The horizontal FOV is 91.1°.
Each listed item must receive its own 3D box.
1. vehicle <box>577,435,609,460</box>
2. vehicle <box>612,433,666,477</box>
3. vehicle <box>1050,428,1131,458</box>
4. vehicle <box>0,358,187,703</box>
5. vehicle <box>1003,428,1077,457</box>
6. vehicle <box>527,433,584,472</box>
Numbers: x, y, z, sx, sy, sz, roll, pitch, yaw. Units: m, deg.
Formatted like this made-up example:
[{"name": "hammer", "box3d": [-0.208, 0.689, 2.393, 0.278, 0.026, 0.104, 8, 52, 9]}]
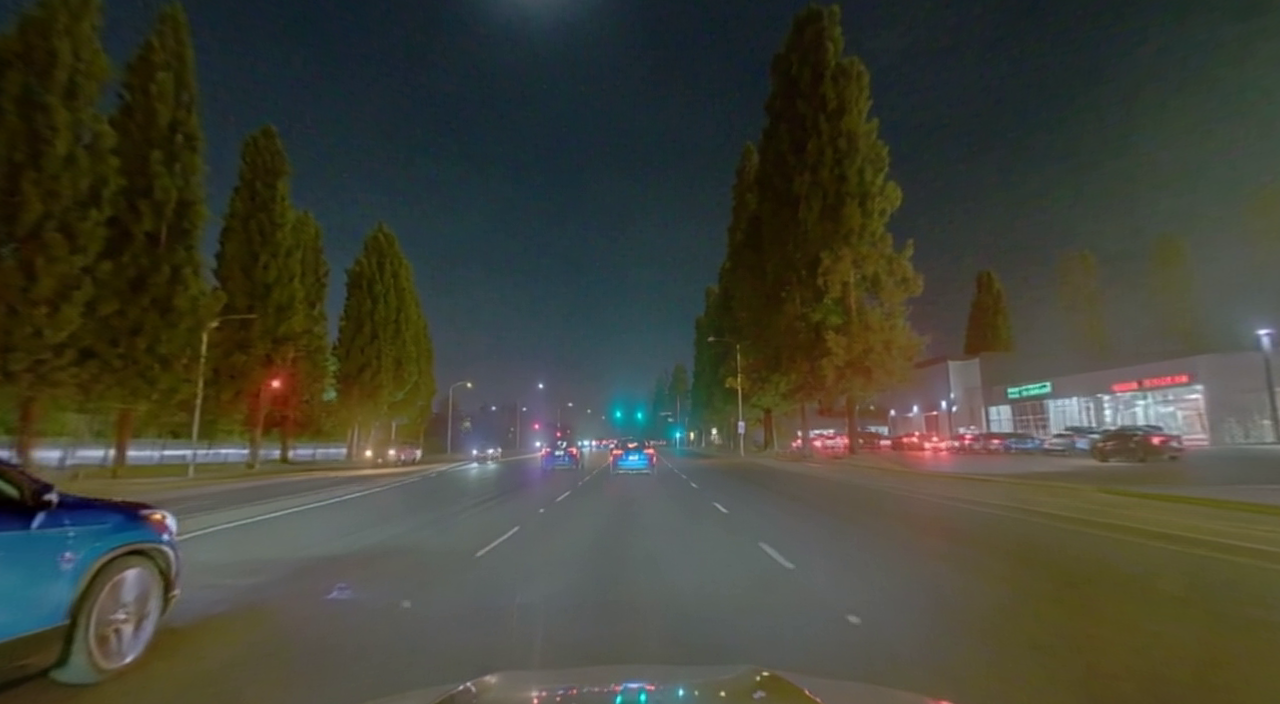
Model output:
[{"name": "vehicle", "box3d": [-3.588, 7.427, 48.901, 2.047, 1.810, 4.414, 0, -8, 1]}, {"name": "vehicle", "box3d": [-0.054, 4.257, 26.087, 2.042, 1.641, 4.187, 0, -8, 0]}, {"name": "vehicle", "box3d": [22.344, 4.492, 31.277, 1.487, 1.361, 3.317, -1, -6, -1]}, {"name": "vehicle", "box3d": [-3.714, 0.699, 1.547, 2.070, 1.641, 4.152, 0, -8, 0]}, {"name": "vehicle", "box3d": [19.894, 4.528, 31.350, 1.466, 1.357, 3.288, 0, -8, -1]}, {"name": "vehicle", "box3d": [-4.012, 4.877, 30.565, 2.113, 1.713, 4.422, 0, -8, 0]}]
